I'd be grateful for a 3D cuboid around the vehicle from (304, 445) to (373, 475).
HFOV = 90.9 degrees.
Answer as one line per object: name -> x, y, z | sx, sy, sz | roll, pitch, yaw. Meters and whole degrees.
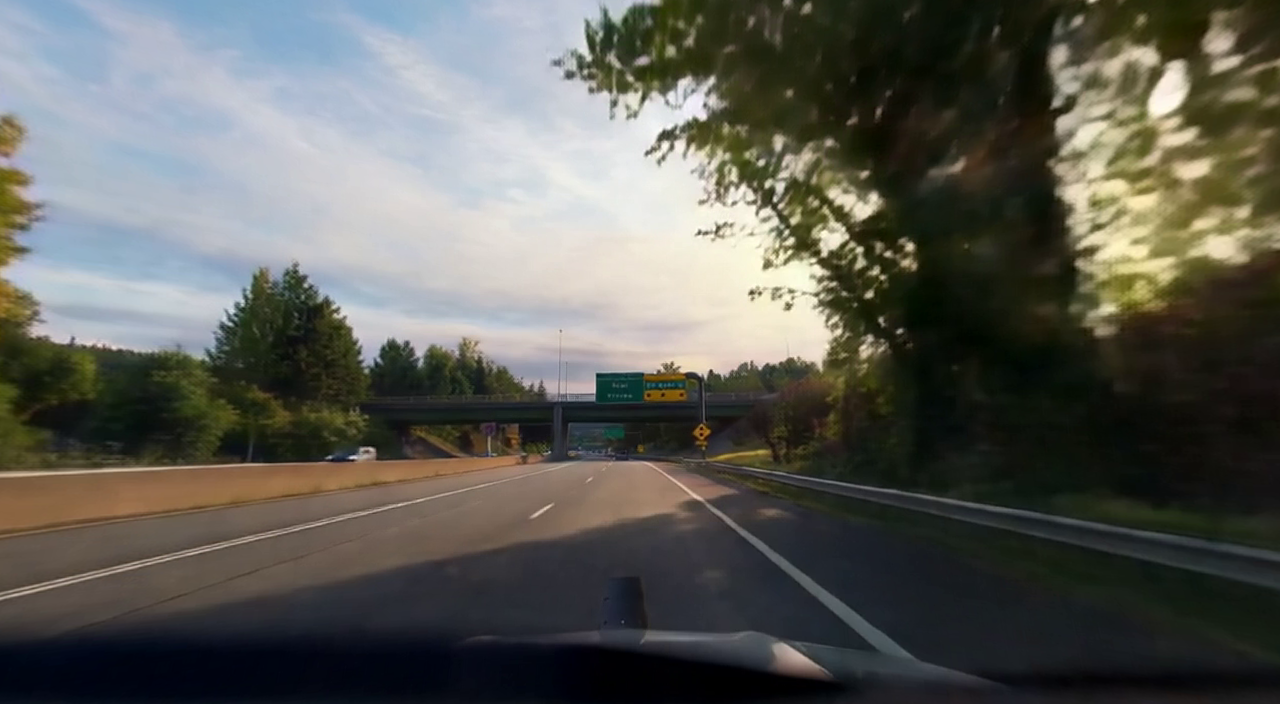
vehicle -> -15.788, 5.701, 33.256 | 1.759, 1.459, 3.931 | 0, -9, -1
